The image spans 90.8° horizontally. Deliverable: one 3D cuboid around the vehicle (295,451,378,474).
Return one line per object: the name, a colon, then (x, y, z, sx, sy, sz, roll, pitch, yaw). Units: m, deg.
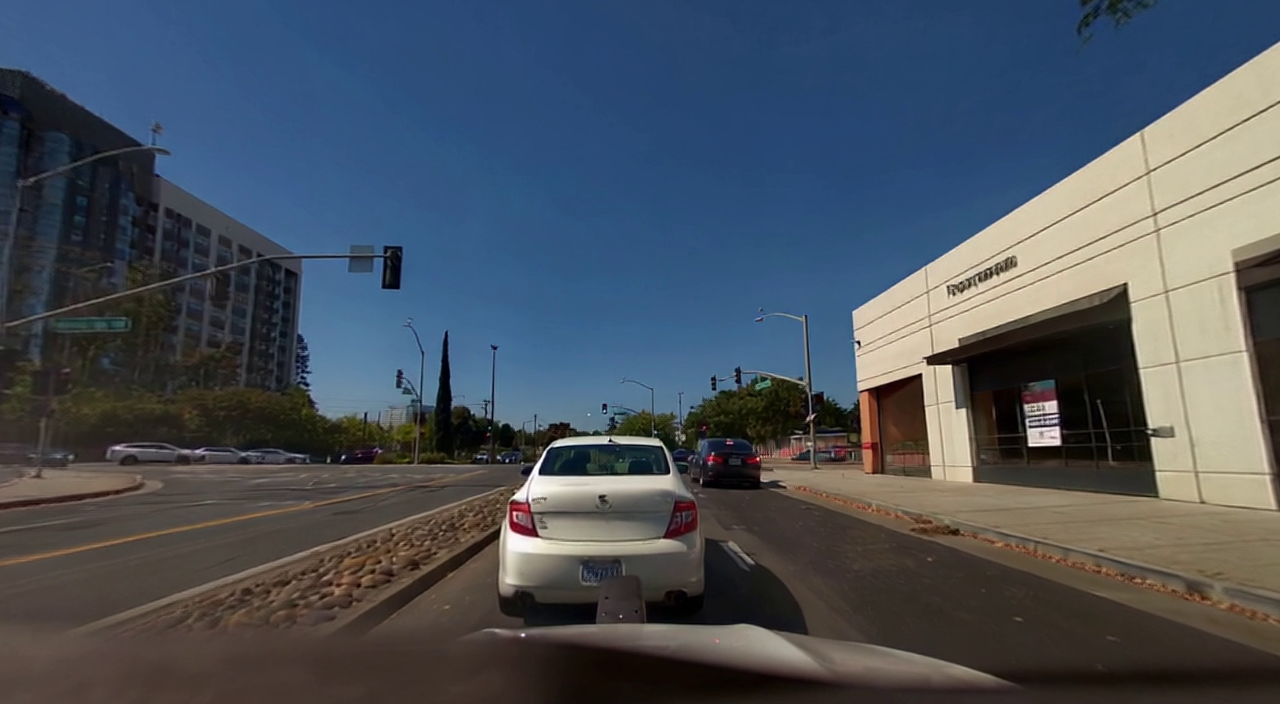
vehicle: (-19.935, 7.285, 41.689, 4.548, 1.449, 1.802, 2, -9, -13)

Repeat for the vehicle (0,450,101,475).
vehicle: (-35.653, 6.676, 38.188, 4.199, 1.432, 1.727, 2, -9, -12)

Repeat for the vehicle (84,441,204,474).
vehicle: (-28.082, 5.983, 35.938, 4.877, 1.754, 1.978, 2, -9, -12)

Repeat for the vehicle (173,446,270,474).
vehicle: (-26.468, 6.820, 40.101, 4.575, 1.718, 2.008, 2, -9, -12)

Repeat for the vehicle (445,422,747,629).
vehicle: (-0.331, 1.571, 6.760, 2.173, 1.479, 4.264, 0, -8, 0)
